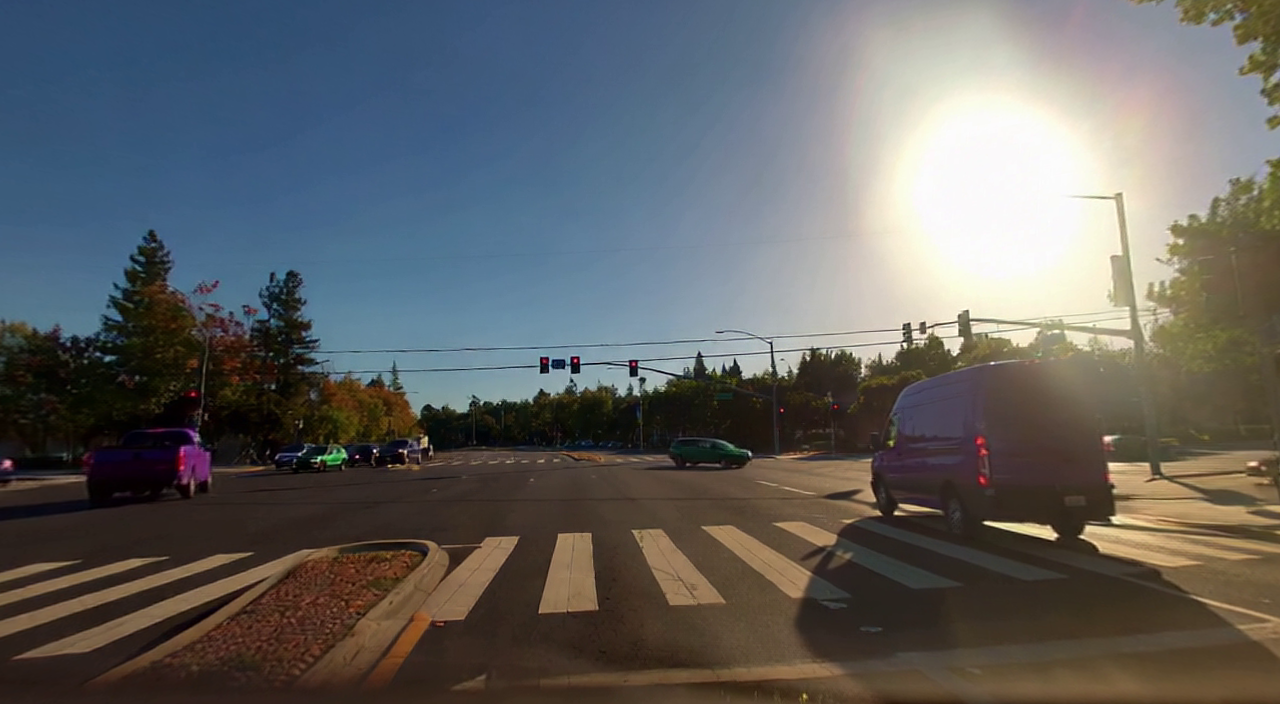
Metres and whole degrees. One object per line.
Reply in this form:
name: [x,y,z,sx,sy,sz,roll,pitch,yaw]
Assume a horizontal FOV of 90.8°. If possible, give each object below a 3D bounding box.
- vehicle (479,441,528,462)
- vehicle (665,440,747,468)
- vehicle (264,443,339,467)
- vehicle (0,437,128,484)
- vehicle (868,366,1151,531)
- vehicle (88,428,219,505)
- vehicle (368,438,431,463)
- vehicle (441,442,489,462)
vehicle: [-10.155,7.469,47.397,2.097,1.484,4.596,-1,-9,8]
vehicle: [3.505,5.421,33.662,3.909,1.409,1.907,-5,-10,28]
vehicle: [-21.839,6.641,40.971,1.859,1.415,4.591,-1,-9,8]
vehicle: [-20.572,3.775,22.079,4.524,1.496,1.993,-3,-9,20]
vehicle: [6.580,1.858,12.343,2.332,2.511,5.326,0,-9,1]
vehicle: [-12.243,2.863,16.234,2.115,1.653,4.553,5,-10,-32]
vehicle: [-17.385,7.159,46.003,2.189,1.753,4.785,-1,-9,8]
vehicle: [-13.191,7.585,47.866,1.845,1.426,4.289,-1,-9,8]
